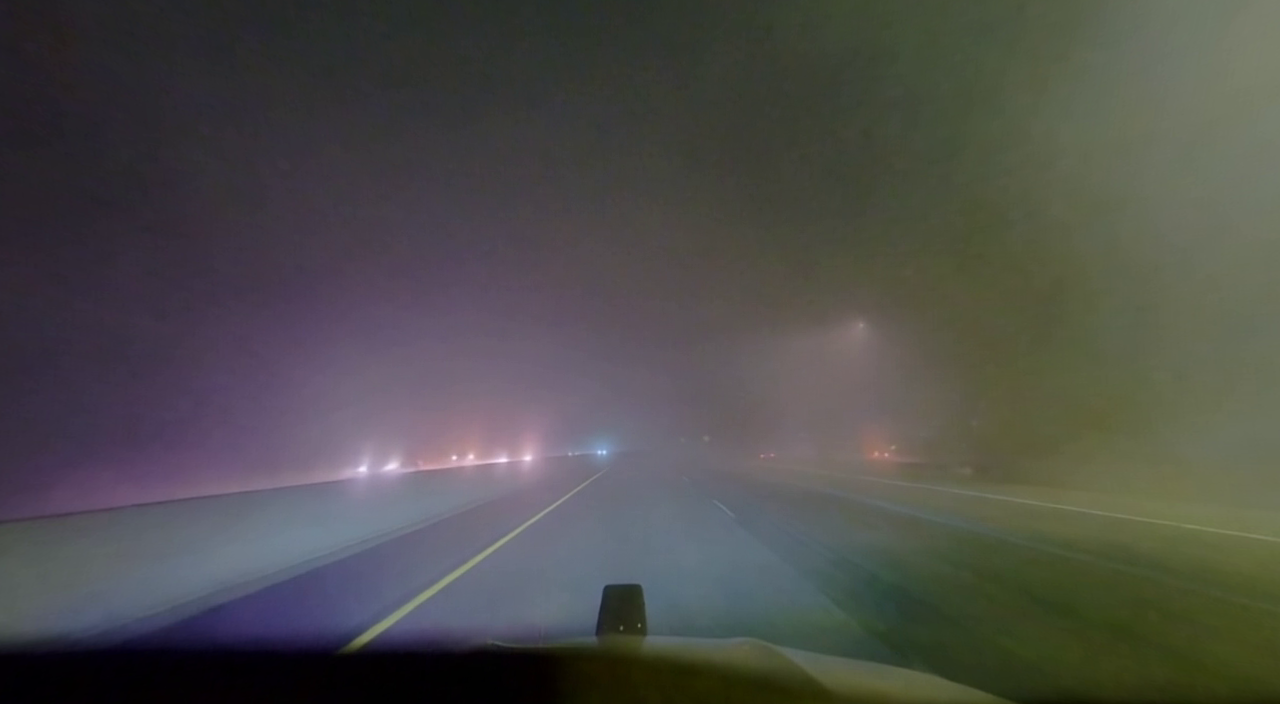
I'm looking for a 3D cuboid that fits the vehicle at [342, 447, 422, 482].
[{"bbox_3d":[-14.379,6.270,35.578,2.340,1.786,5.003,0,-8,1],"label":"vehicle"}]
